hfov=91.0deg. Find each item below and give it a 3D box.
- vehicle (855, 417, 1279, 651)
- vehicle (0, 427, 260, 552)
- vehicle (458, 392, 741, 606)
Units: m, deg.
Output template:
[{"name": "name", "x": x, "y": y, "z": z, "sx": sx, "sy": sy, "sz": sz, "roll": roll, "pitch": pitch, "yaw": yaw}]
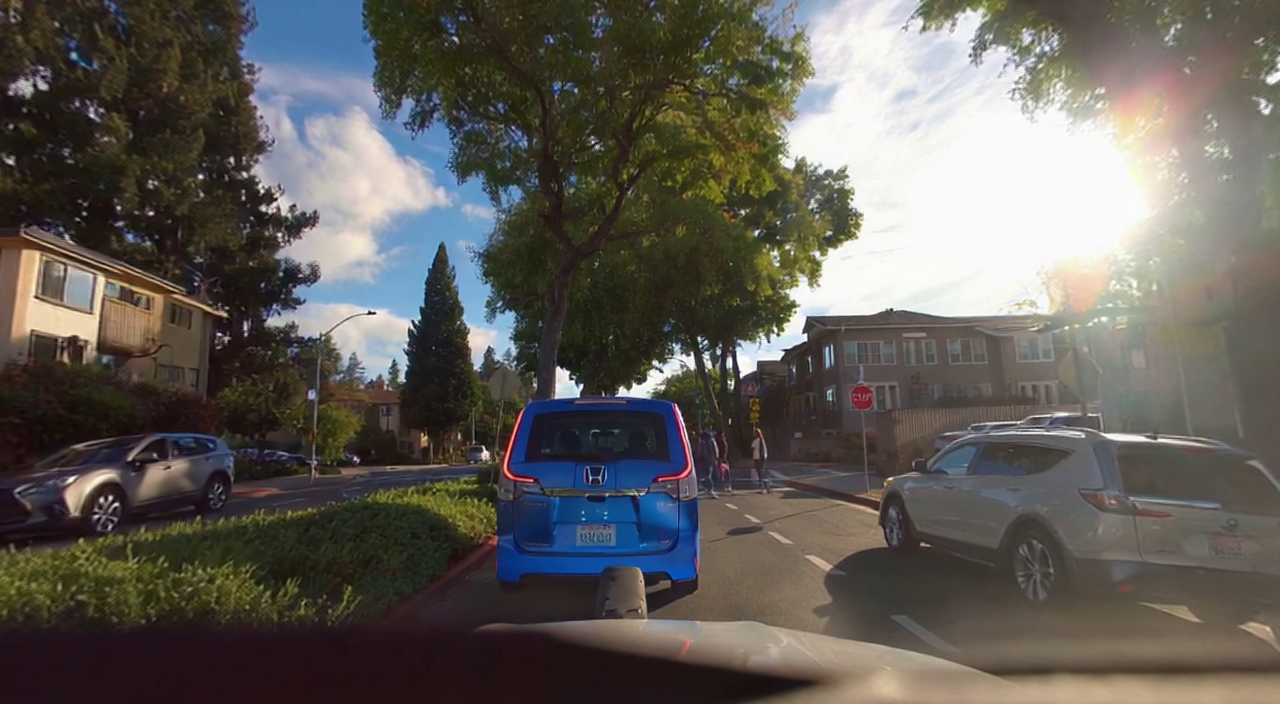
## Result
[{"name": "vehicle", "x": 4.219, "y": 1.678, "z": 6.904, "sx": 1.959, "sy": 1.581, "sz": 4.731, "roll": 4, "pitch": -9, "yaw": -2}, {"name": "vehicle", "x": -8.291, "y": 2.017, "z": 10.053, "sx": 1.825, "sy": 1.532, "sz": 4.083, "roll": -3, "pitch": -7, "yaw": 2}, {"name": "vehicle", "x": -0.349, "y": 1.583, "z": 7.705, "sx": 2.377, "sy": 1.787, "sz": 4.652, "roll": 0, "pitch": -8, "yaw": 0}]
